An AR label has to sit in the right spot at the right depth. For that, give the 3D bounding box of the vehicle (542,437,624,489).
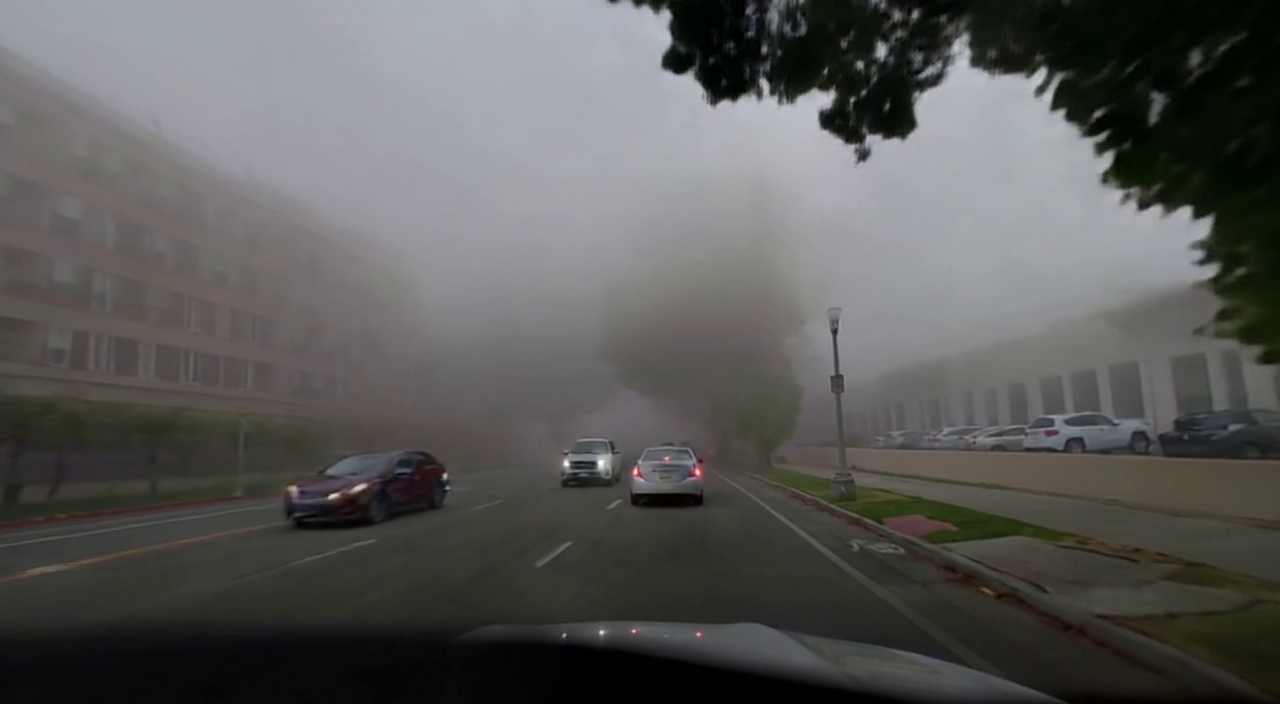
[{"bbox_3d":[-1.964,4.063,23.473,2.294,1.695,4.792,-1,-8,4],"label":"vehicle"}]

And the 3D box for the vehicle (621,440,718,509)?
[{"bbox_3d":[0.769,2.991,15.978,2.116,1.479,4.358,-1,-8,3],"label":"vehicle"}]

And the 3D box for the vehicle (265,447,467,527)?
[{"bbox_3d":[-5.778,2.877,14.166,2.170,1.465,4.648,-1,-9,4],"label":"vehicle"}]
